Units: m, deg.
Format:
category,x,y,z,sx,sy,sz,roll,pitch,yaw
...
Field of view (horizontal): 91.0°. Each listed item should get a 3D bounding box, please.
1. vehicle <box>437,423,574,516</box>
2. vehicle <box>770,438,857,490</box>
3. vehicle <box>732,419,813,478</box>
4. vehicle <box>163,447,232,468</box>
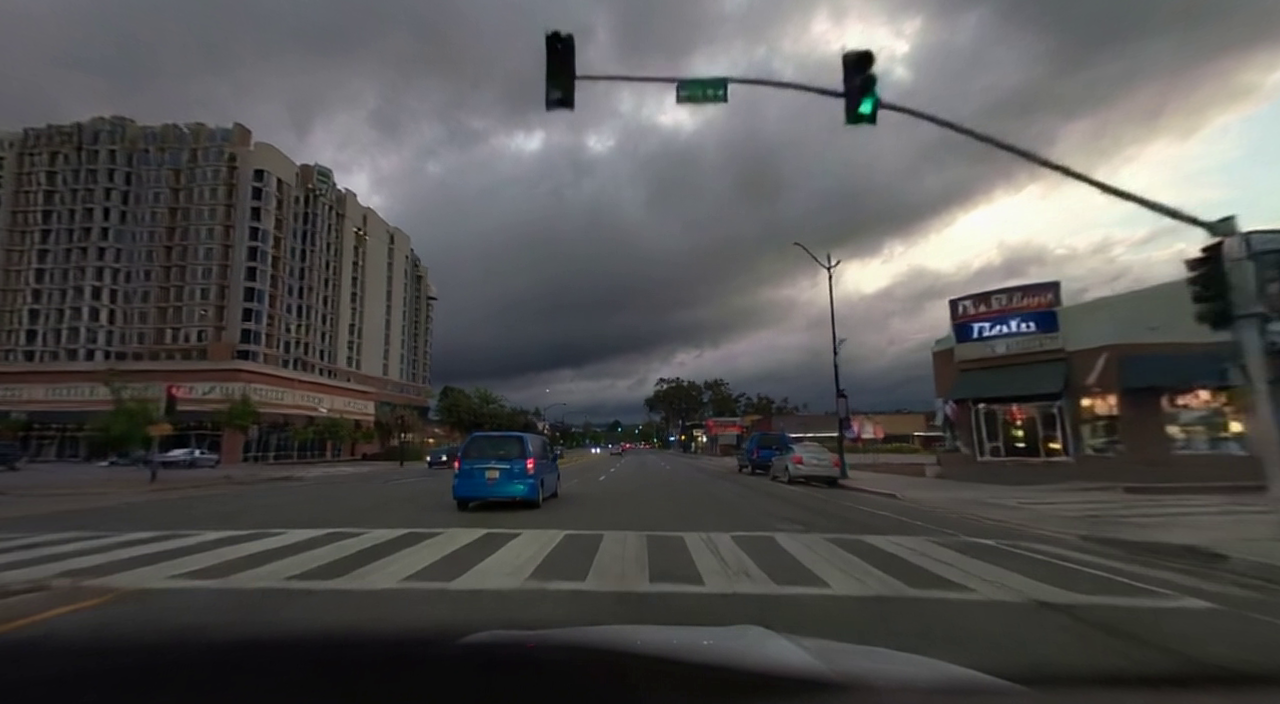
category,x,y,z,sx,sy,sz,roll,pitch,yaw
vehicle,-2.725,2.491,13.761,2.080,1.722,3.766,0,-9,1
vehicle,6.437,4.192,23.948,1.942,1.753,4.912,0,-8,0
vehicle,6.261,4.708,30.789,2.642,2.582,6.157,0,-9,0
vehicle,-33.533,7.983,47.895,1.794,1.478,4.992,0,-8,-2
